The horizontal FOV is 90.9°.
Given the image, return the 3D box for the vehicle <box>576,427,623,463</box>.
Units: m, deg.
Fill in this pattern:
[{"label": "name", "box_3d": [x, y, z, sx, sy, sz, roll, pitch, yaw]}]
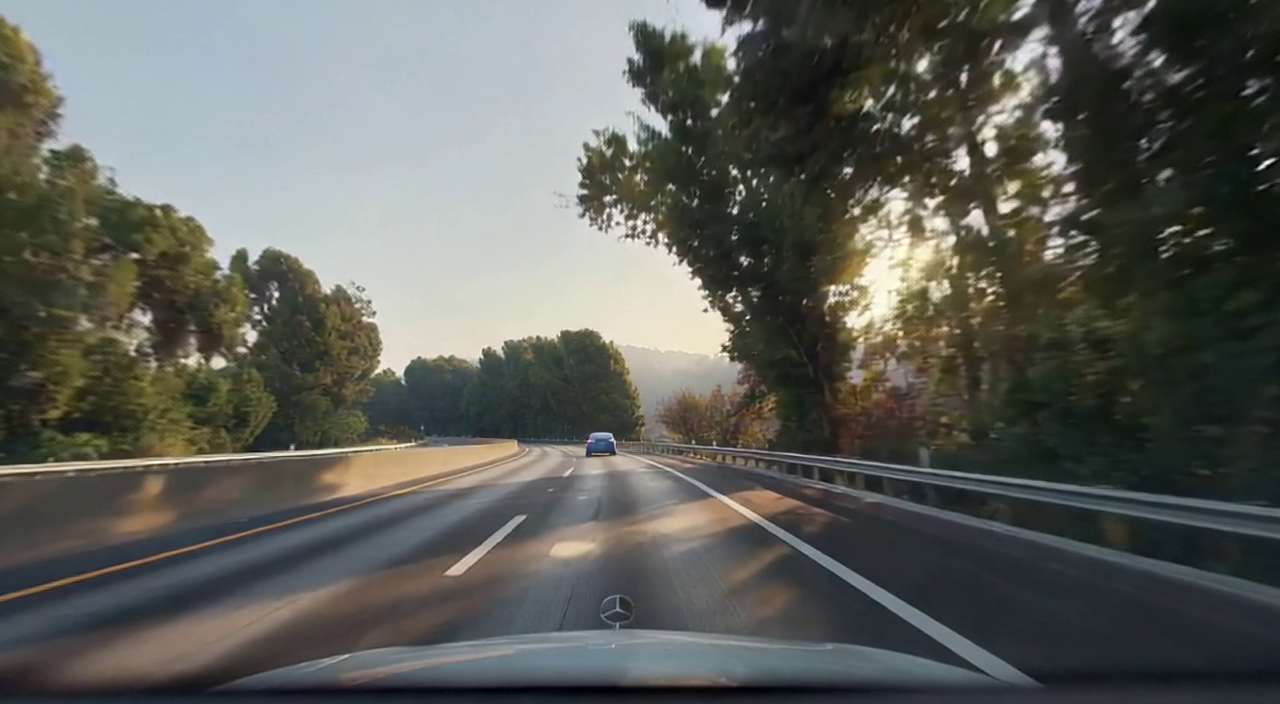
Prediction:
[{"label": "vehicle", "box_3d": [-2.325, 5.210, 35.507, 2.452, 1.857, 4.022, 0, -8, -5]}]
